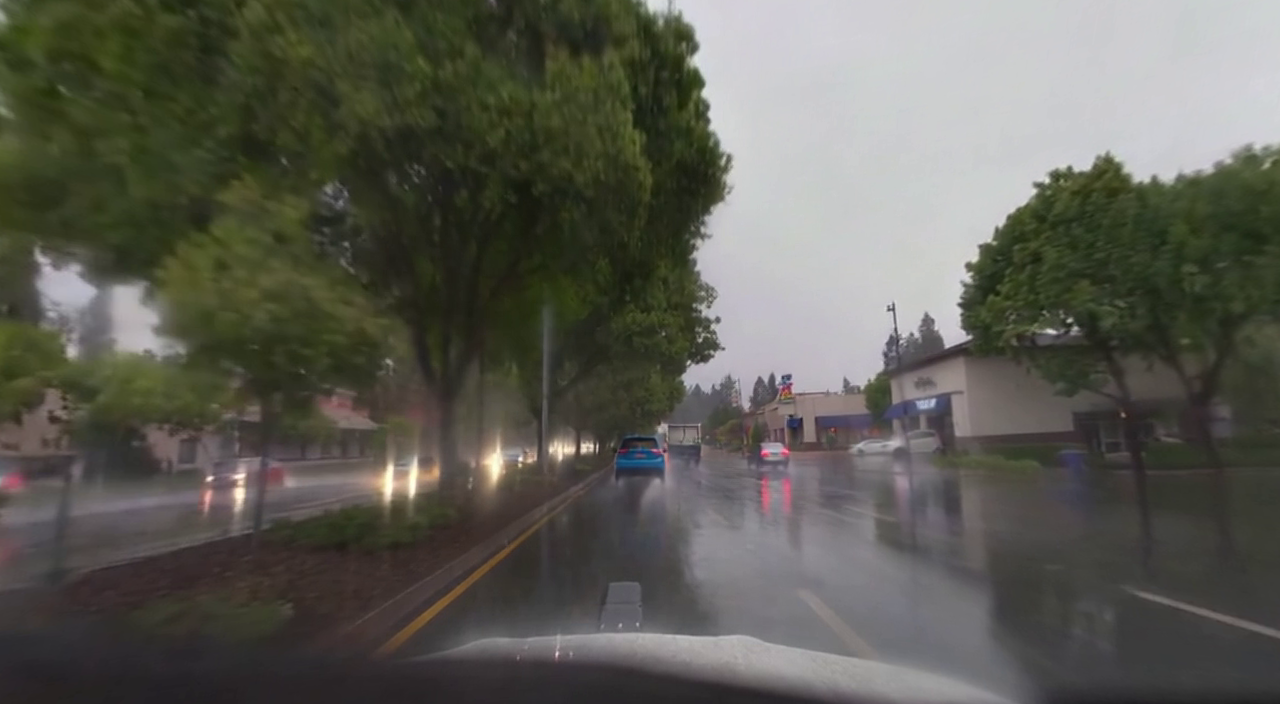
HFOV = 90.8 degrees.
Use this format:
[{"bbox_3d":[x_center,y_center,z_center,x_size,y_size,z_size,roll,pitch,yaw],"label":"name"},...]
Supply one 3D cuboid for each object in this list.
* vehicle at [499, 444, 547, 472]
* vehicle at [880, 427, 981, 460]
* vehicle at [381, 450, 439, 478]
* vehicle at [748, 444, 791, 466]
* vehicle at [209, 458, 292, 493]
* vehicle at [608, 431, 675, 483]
[{"bbox_3d":[-7.411,6.736,40.425,2.078,1.694,4.611,0,-8,2],"label":"vehicle"},{"bbox_3d":[19.644,6.215,42.992,5.677,2.171,2.393,0,-8,4],"label":"vehicle"},{"bbox_3d":[-13.858,6.751,38.347,1.936,1.479,4.510,0,-8,-1],"label":"vehicle"},{"bbox_3d":[9.090,7.284,44.786,2.045,1.484,4.342,0,-8,-1],"label":"vehicle"},{"bbox_3d":[-19.999,6.335,32.648,1.811,1.555,3.815,0,-8,0],"label":"vehicle"},{"bbox_3d":[0.015,3.883,23.624,2.266,1.762,4.131,0,-8,-1],"label":"vehicle"}]
